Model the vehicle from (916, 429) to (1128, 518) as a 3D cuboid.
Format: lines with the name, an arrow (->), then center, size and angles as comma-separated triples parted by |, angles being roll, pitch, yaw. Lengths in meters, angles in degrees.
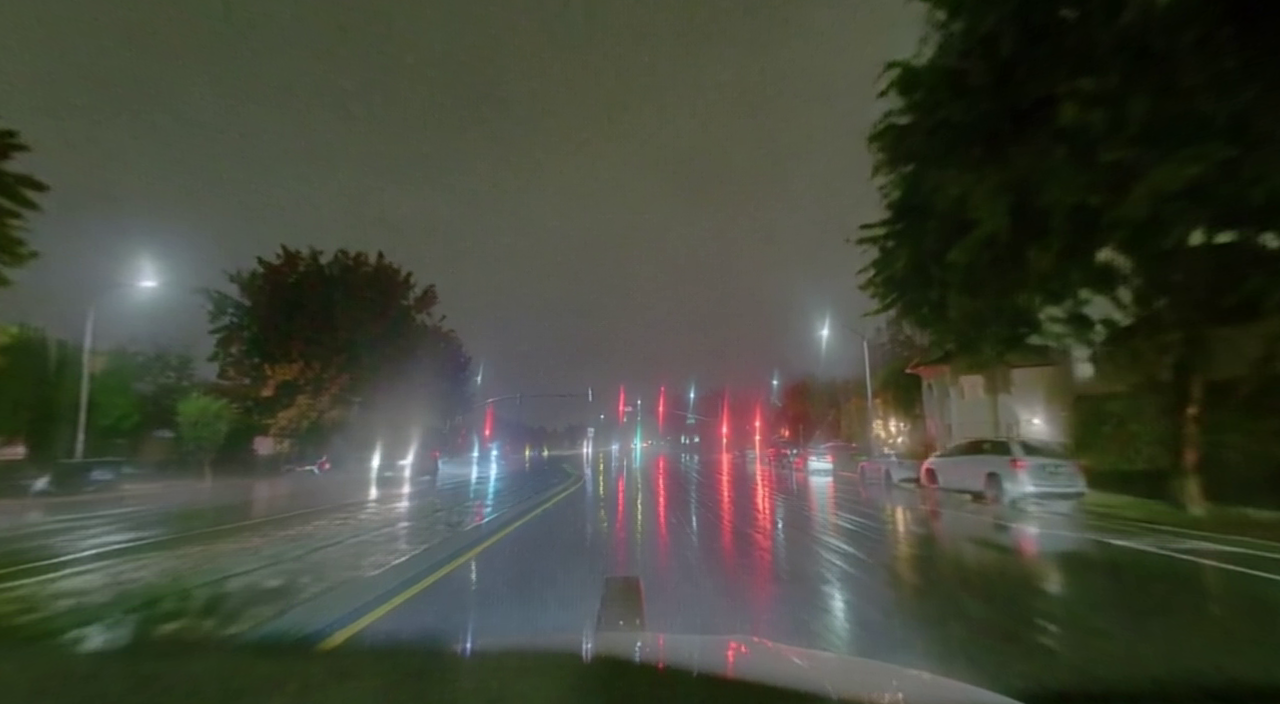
vehicle -> 9.851, 3.155, 17.109 | 2.176, 1.893, 5.744 | 2, -8, 0

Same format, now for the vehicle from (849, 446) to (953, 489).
vehicle -> 9.825, 4.353, 24.221 | 1.991, 1.490, 4.470 | 0, -8, -1

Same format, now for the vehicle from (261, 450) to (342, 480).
vehicle -> -18.309, 6.108, 34.437 | 1.844, 1.480, 4.729 | 0, -8, -1

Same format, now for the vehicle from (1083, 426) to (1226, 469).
vehicle -> 22.497, 4.200, 27.766 | 4.421, 1.793, 2.091 | 0, -9, 0

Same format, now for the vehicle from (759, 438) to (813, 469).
vehicle -> 9.779, 6.854, 42.866 | 2.245, 1.983, 5.433 | 0, -8, -1

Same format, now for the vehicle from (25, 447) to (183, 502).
vehicle -> -18.370, 4.168, 21.956 | 1.842, 1.660, 4.120 | 0, -8, 0

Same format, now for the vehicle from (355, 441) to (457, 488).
vehicle -> -8.205, 3.974, 22.639 | 1.922, 1.486, 4.392 | 0, -8, 0

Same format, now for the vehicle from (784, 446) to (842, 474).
vehicle -> 9.775, 6.121, 36.088 | 1.931, 1.473, 4.742 | 0, -8, 0

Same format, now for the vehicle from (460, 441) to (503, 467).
vehicle -> -11.411, 7.370, 45.811 | 1.940, 1.740, 4.356 | 0, -8, 1
